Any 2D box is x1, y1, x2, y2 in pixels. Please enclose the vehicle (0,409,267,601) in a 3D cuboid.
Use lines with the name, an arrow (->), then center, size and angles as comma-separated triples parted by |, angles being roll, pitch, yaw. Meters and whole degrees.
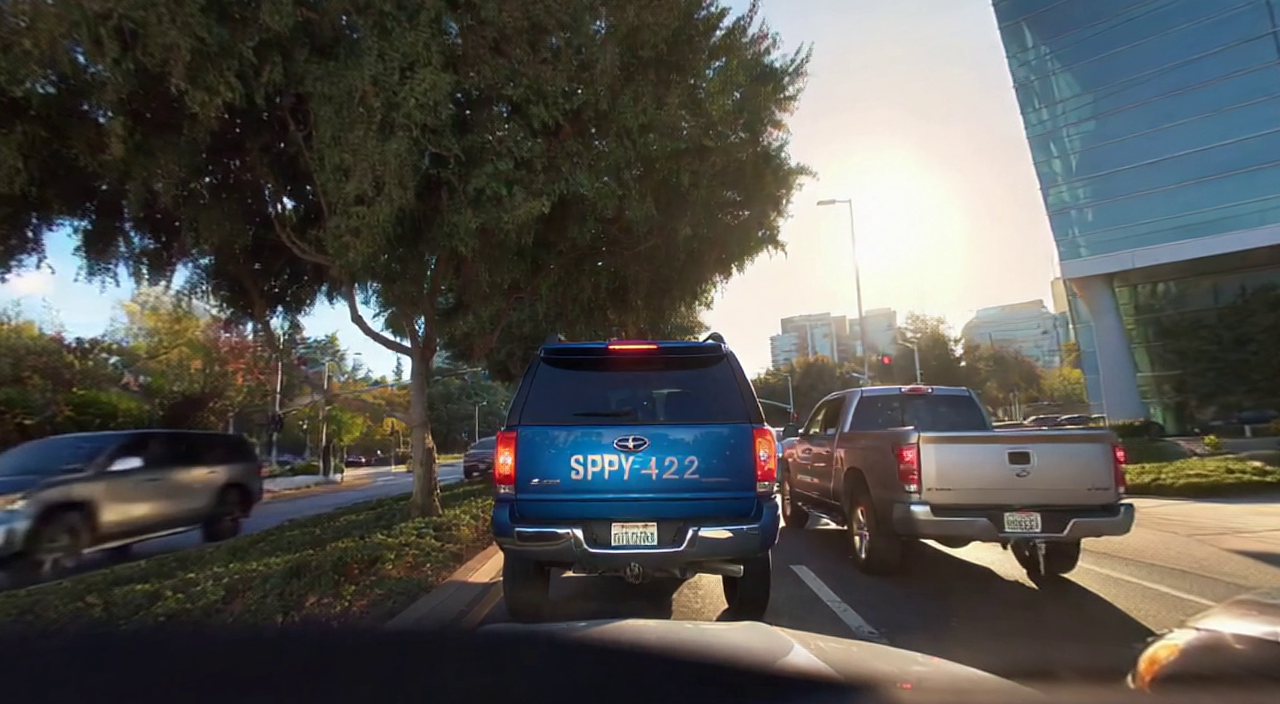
vehicle -> -8.271, 2.070, 9.466 | 2.136, 2.109, 5.377 | 0, -9, -2

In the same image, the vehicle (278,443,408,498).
vehicle -> -12.173, 4.866, 26.485 | 2.419, 2.018, 5.952 | 0, -8, 2

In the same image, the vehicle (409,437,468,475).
vehicle -> -15.455, 7.991, 48.814 | 2.395, 2.745, 6.273 | 0, -8, 1

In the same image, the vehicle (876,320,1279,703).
vehicle -> 3.080, 0.987, 3.466 | 2.022, 1.700, 4.410 | 0, -8, 3

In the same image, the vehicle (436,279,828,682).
vehicle -> 0.008, 1.042, 5.976 | 2.267, 2.372, 4.366 | 0, -8, 2
